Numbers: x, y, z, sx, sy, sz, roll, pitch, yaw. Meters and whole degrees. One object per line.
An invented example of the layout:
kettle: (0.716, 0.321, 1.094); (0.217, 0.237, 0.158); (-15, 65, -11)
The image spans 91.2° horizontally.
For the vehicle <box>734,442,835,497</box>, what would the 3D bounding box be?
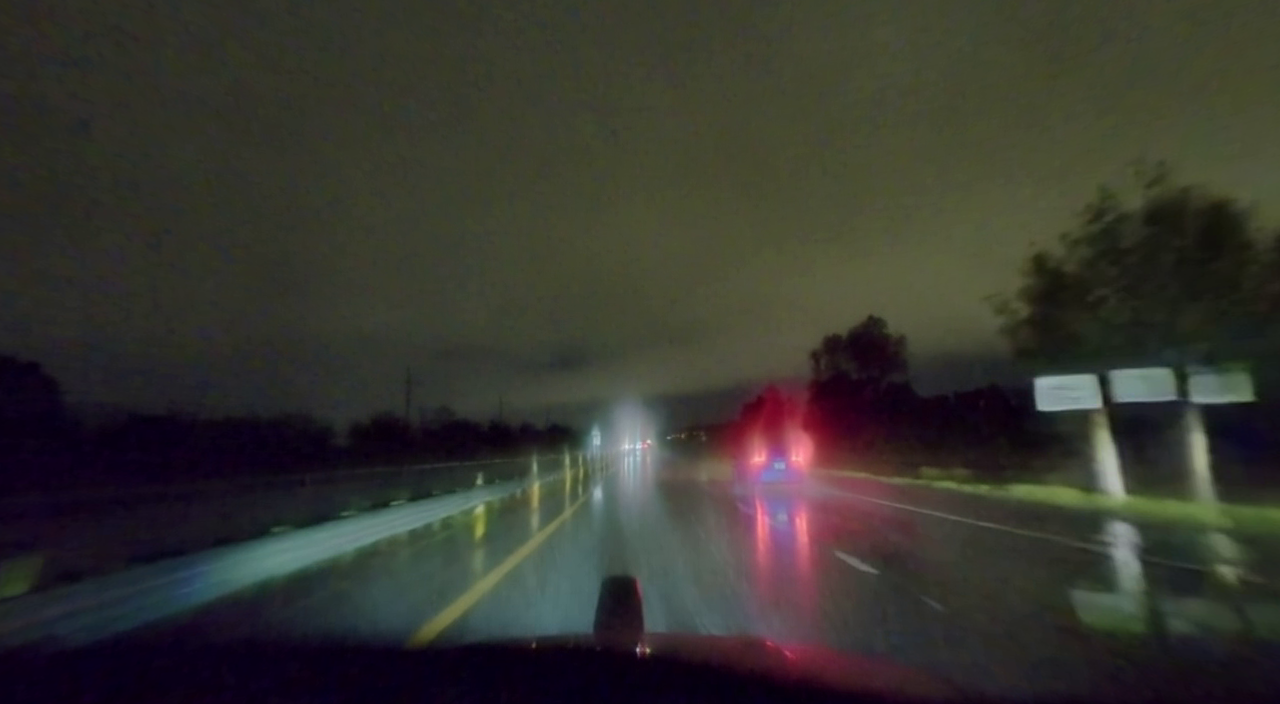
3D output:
vehicle: (4.198, 3.488, 18.933); (1.981, 1.440, 4.125); (0, -9, -1)
